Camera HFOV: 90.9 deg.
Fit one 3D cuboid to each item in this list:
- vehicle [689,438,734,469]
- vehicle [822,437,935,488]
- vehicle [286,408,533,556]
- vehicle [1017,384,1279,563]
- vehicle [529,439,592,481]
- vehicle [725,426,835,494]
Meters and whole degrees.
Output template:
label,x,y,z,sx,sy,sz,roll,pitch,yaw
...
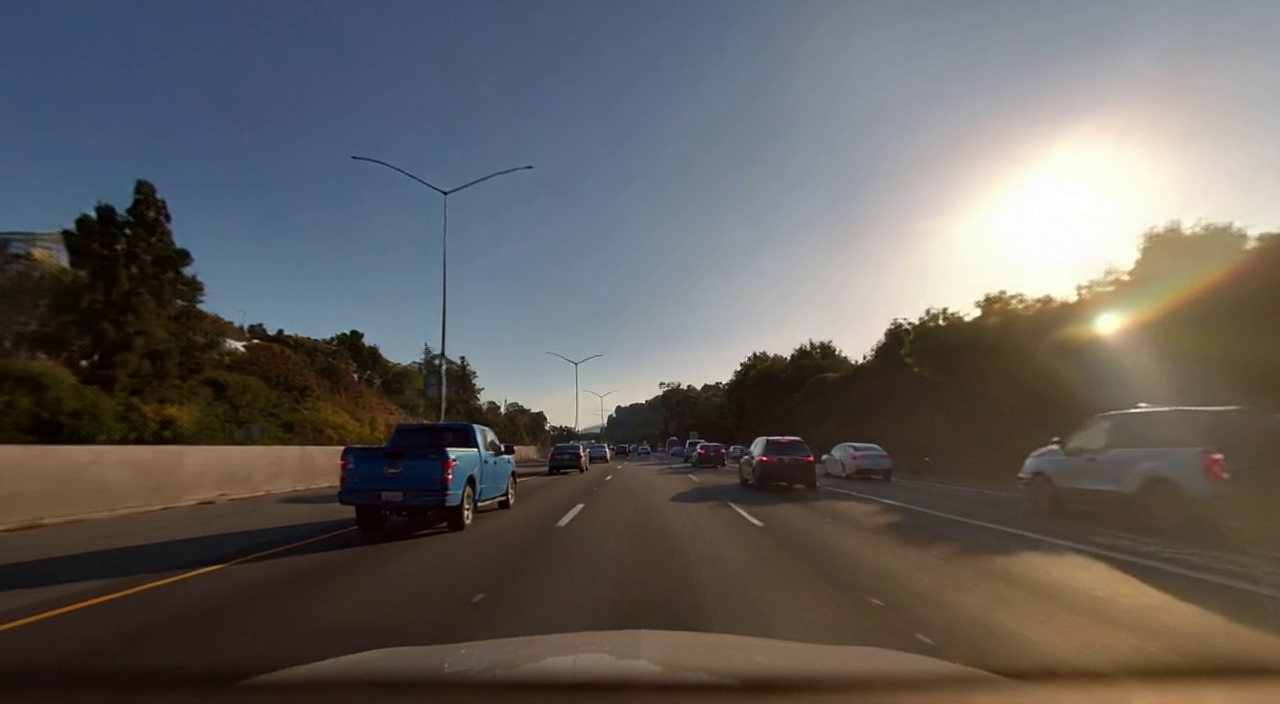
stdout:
label,x,y,z,sx,sy,sz,roll,pitch,yaw
vehicle,4.135,5.971,37.319,2.023,1.670,4.869,0,-8,-1
vehicle,7.632,3.564,20.736,1.904,1.473,4.598,0,-8,0
vehicle,-3.204,1.927,10.087,2.139,1.764,4.707,-1,-8,0
vehicle,7.797,1.595,8.882,2.067,1.869,4.657,-1,-8,0
vehicle,-3.297,4.565,27.073,1.974,1.589,5.047,-1,-8,1
vehicle,4.032,3.201,19.107,2.144,1.752,4.765,0,-8,-1
